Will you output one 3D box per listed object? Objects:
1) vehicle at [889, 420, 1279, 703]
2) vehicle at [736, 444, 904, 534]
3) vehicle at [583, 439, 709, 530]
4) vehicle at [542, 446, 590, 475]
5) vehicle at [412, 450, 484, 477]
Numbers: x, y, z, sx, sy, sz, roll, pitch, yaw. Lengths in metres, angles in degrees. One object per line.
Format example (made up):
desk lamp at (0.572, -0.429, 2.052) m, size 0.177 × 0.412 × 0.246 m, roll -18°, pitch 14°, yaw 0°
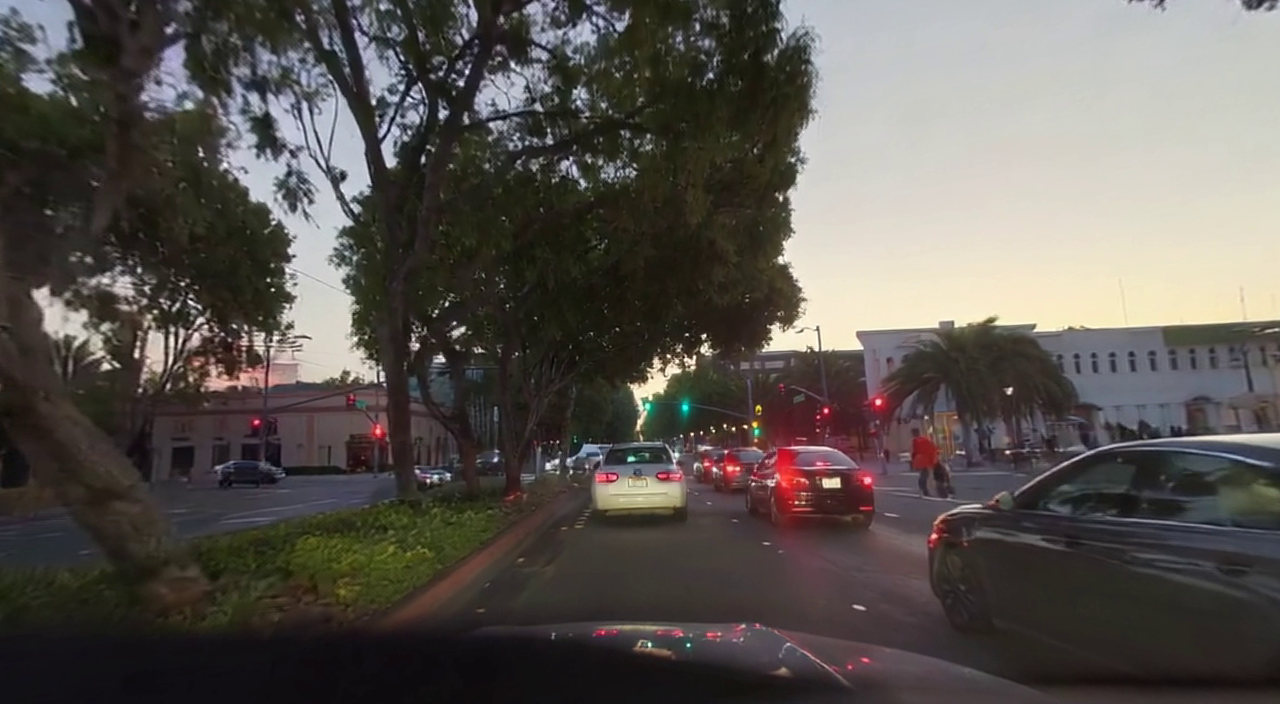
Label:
vehicle at (3.250, 1.151, 3.440) m, size 1.912 × 1.454 × 4.537 m, roll 0°, pitch -9°, yaw 0°
vehicle at (3.358, 2.625, 12.839) m, size 1.996 × 1.469 × 4.495 m, roll 0°, pitch -9°, yaw -1°
vehicle at (0.091, 2.551, 12.745) m, size 2.118 × 1.512 × 4.013 m, roll 0°, pitch -9°, yaw 0°
vehicle at (-5.144, 7.401, 43.331) m, size 2.223 × 1.840 × 4.919 m, roll 3°, pitch -9°, yaw -20°
vehicle at (-14.423, 8.328, 47.579) m, size 2.210 × 1.889 × 4.642 m, roll -8°, pitch -11°, yaw 40°
